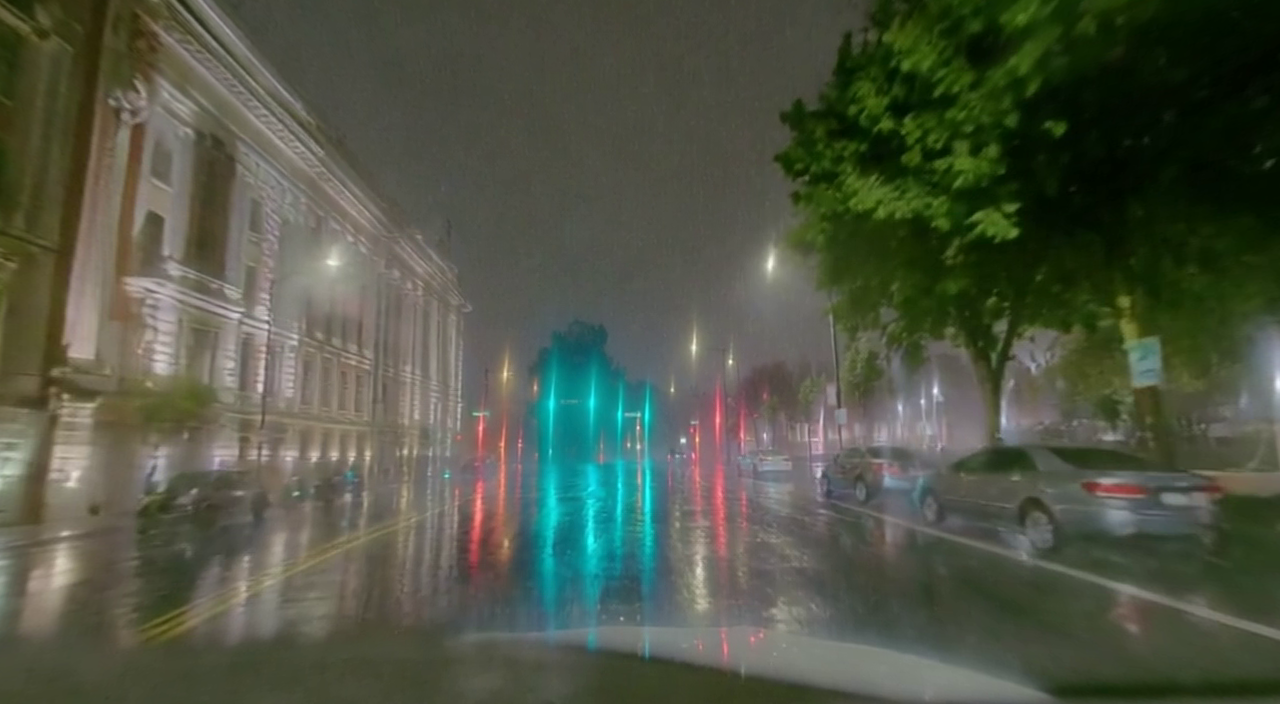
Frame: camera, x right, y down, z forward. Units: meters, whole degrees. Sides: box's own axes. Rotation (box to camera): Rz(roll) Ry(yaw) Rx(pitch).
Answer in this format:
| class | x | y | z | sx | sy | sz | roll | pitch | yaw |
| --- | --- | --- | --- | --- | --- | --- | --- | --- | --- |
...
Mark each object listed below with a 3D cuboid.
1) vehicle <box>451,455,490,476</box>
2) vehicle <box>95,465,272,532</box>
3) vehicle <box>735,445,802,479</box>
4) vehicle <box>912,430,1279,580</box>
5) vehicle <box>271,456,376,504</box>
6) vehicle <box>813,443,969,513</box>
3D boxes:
| class | x | y | z | sx | sy | sz | roll | pitch | yaw |
| --- | --- | --- | --- | --- | --- | --- | --- | --- | --- |
| vehicle | -12.699 | 8.512 | 47.578 | 1.767 | 1.455 | 4.389 | 0 | -8 | 0 |
| vehicle | -12.638 | 4.034 | 17.942 | 1.828 | 1.462 | 4.421 | 0 | -8 | -2 |
| vehicle | 5.961 | 5.168 | 29.973 | 2.091 | 1.445 | 4.678 | 0 | -8 | -2 |
| vehicle | 5.823 | 1.897 | 8.810 | 1.849 | 1.491 | 4.626 | 0 | -8 | -2 |
| vehicle | -12.649 | 5.113 | 25.644 | 1.911 | 1.558 | 4.793 | -4 | -9 | -2 |
| vehicle | 5.797 | 2.919 | 15.255 | 1.869 | 1.430 | 4.365 | 0 | -8 | -2 |
